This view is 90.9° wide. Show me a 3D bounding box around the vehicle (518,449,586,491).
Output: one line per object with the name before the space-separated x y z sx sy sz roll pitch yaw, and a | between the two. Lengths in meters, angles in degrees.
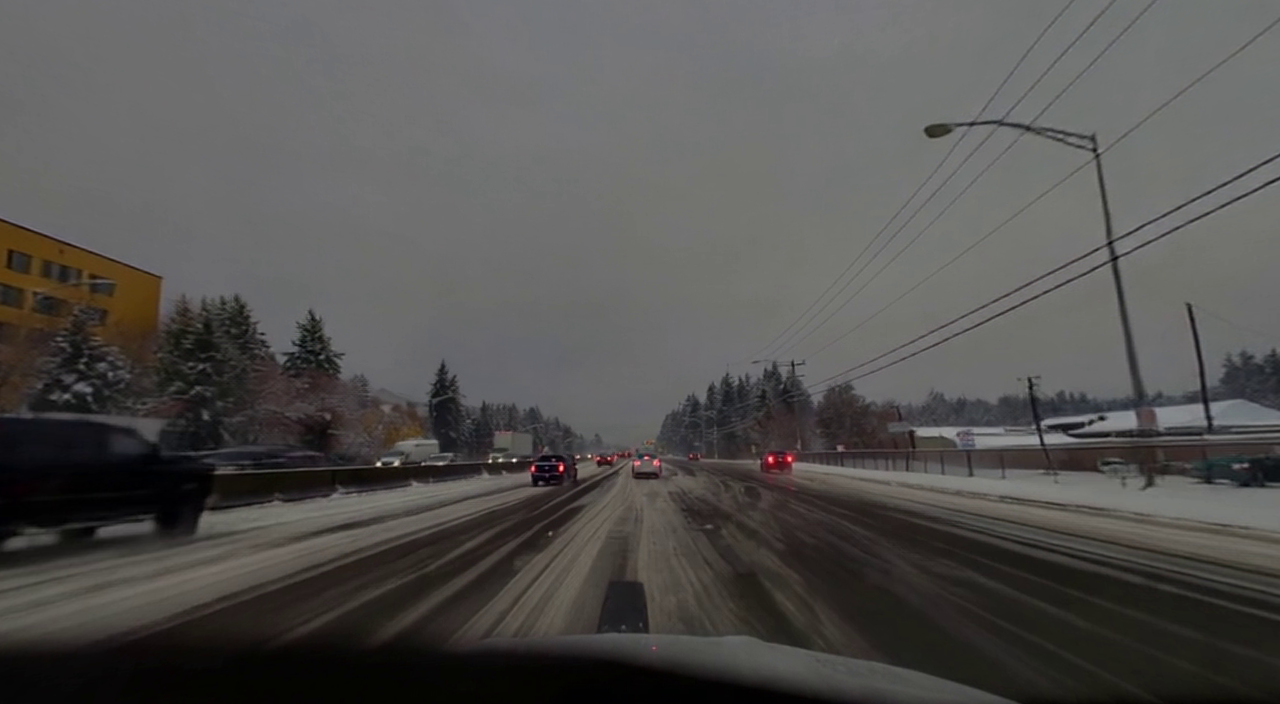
vehicle | -3.516 4.813 26.125 2.059 1.508 4.662 0 -8 1

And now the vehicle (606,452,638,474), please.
vehicle | -1.270 8.235 46.821 2.034 1.466 4.363 -1 -8 3

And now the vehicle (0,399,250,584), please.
vehicle | -7.433 1.614 7.759 2.106 1.827 4.814 0 -8 1

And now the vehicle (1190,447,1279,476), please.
vehicle | 44.027 7.934 45.927 5.919 1.682 2.144 -3 -9 -3

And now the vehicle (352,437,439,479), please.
vehicle | -12.604 5.485 33.063 2.133 1.970 5.950 0 -8 0

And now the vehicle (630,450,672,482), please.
vehicle | 0.594 6.086 33.815 2.107 1.538 3.999 0 -8 1
